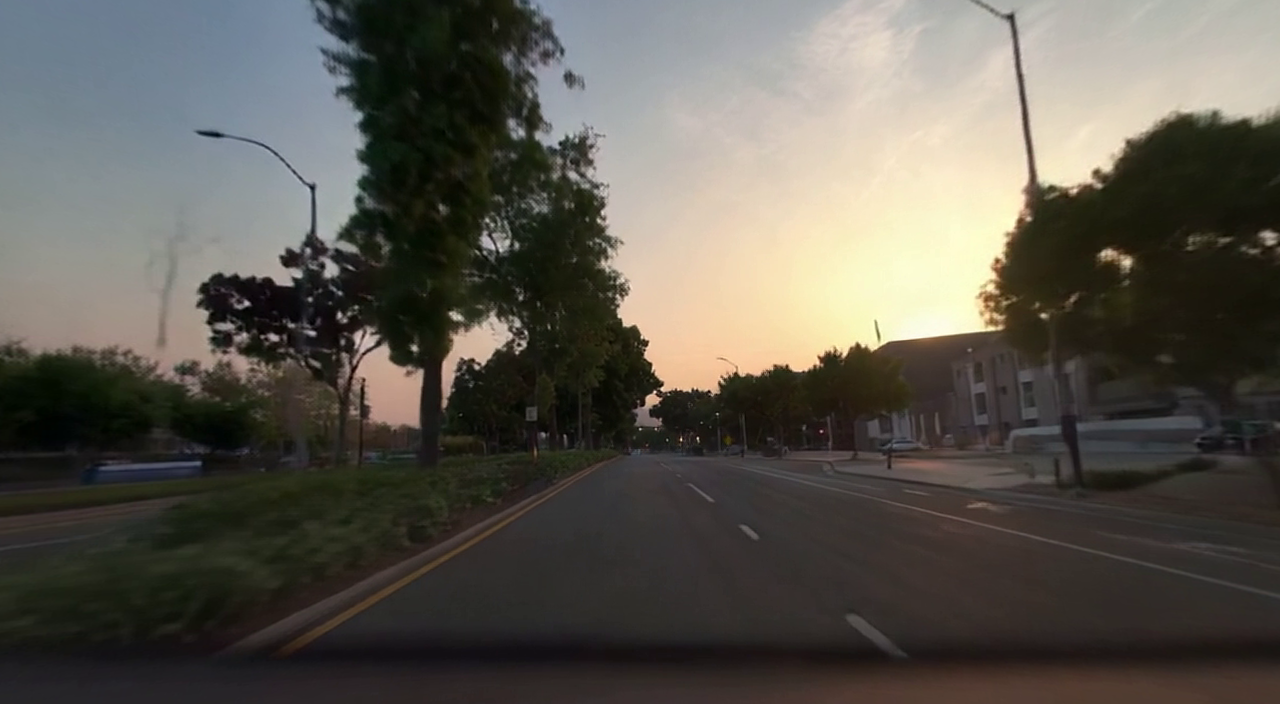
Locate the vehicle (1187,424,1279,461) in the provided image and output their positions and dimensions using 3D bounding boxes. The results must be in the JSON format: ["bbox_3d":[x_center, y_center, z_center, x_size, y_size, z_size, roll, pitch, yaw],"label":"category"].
[{"bbox_3d":[31.793,4.700,32.852,4.926,1.804,2.100,0,-10,-7],"label":"vehicle"}]

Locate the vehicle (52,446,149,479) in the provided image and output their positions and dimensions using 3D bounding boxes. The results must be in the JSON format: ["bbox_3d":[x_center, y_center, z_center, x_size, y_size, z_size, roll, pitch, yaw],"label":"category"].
[{"bbox_3d":[-39.460,8.101,46.476,2.265,2.236,5.627,0,-9,-2],"label":"vehicle"}]

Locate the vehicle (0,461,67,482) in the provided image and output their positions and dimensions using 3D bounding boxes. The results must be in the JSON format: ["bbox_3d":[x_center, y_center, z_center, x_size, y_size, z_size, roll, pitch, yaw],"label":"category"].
[{"bbox_3d":[-44.484,8.713,46.259,1.709,1.420,3.659,0,-9,-3],"label":"vehicle"}]
